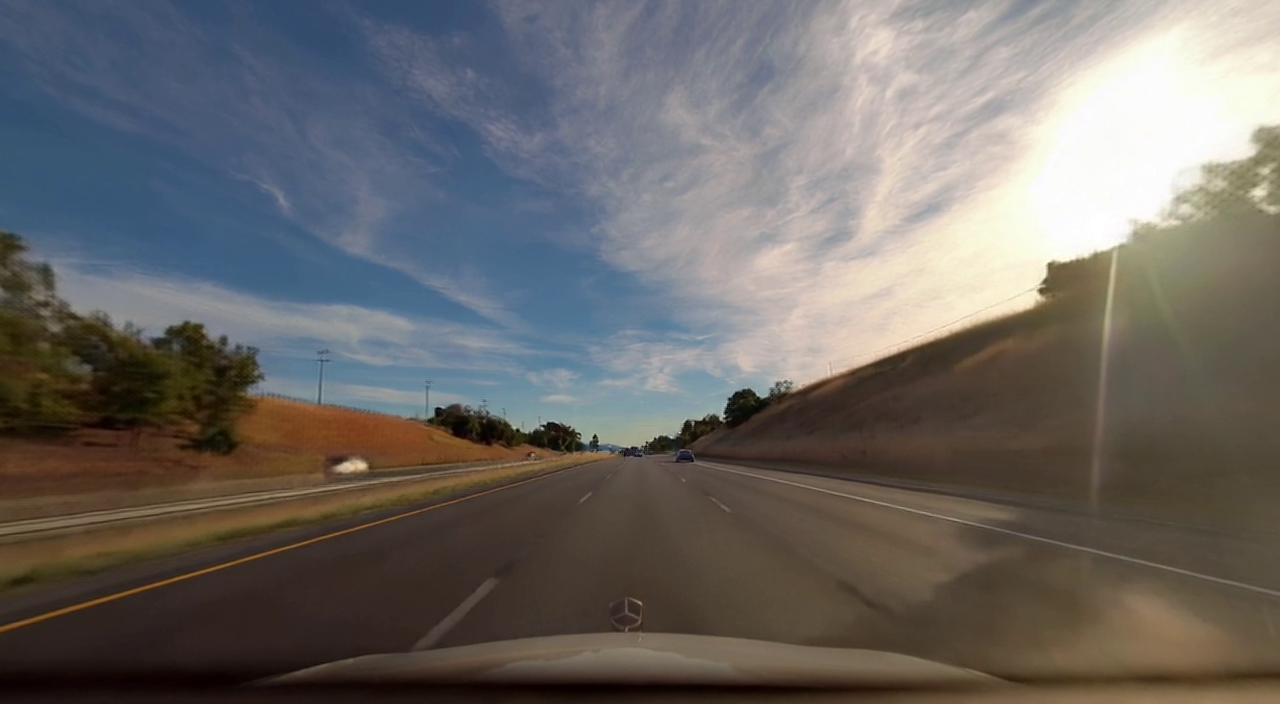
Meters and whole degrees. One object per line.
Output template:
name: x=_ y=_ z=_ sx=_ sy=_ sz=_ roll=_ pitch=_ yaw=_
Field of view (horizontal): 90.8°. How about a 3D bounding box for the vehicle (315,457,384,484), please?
vehicle: x=-16.518 y=6.720 z=36.124 sx=1.926 sy=1.385 sz=4.054 roll=0 pitch=-9 yaw=1
